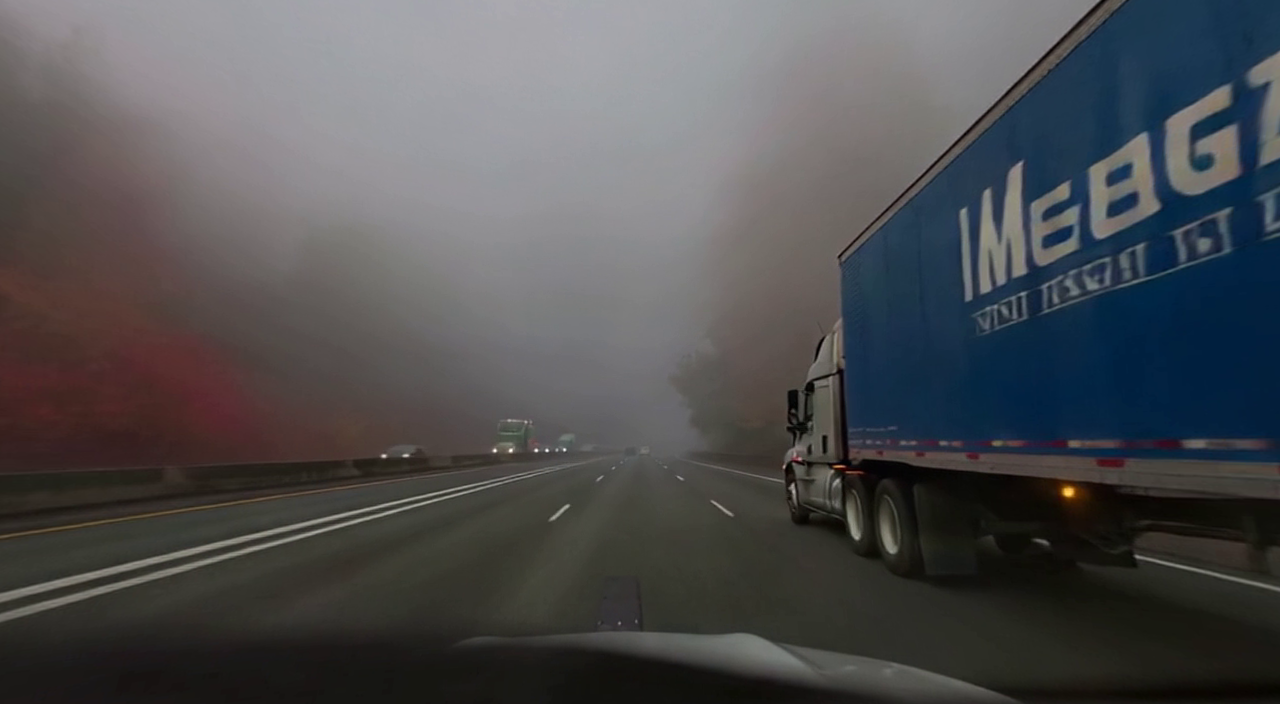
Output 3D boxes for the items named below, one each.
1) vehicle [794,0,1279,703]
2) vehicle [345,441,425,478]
[{"bbox_3d":[4.146,-0.352,1.844,3.003,3.880,16.814,0,-9,-1],"label":"vehicle"},{"bbox_3d":[-11.984,5.084,29.816,1.931,1.603,4.362,0,-9,0],"label":"vehicle"}]
